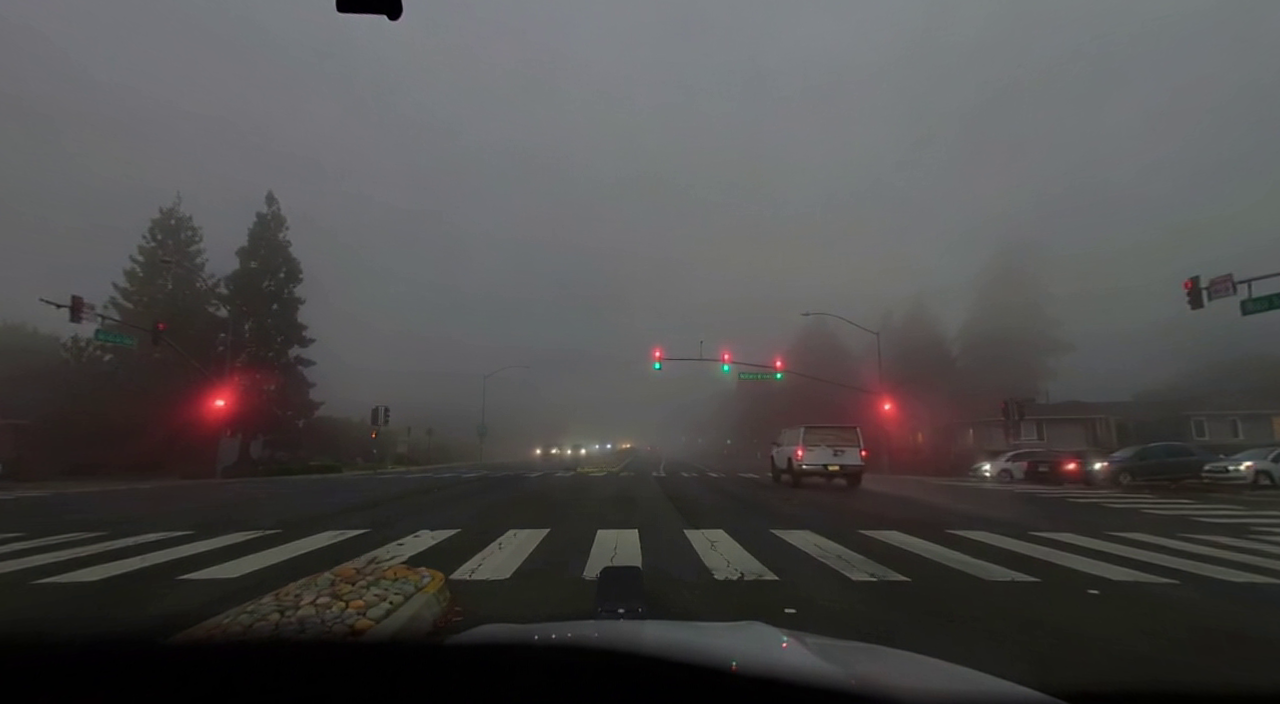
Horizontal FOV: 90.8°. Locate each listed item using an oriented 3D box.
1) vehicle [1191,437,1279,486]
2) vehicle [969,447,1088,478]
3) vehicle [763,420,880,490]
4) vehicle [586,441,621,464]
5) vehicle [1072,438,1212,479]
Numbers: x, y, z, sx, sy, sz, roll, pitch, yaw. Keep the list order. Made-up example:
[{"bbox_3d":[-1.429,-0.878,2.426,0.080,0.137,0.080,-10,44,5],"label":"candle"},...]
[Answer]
[{"bbox_3d":[23.634,4.042,23.462,4.417,1.725,1.969,0,-9,-1],"label":"vehicle"},{"bbox_3d":[19.730,5.609,32.237,4.874,1.544,1.779,0,-9,1],"label":"vehicle"},{"bbox_3d":[5.929,3.476,21.618,2.273,2.042,5.717,0,-9,0],"label":"vehicle"},{"bbox_3d":[-2.391,6.715,42.282,2.045,1.484,3.991,0,-9,0],"label":"vehicle"},{"bbox_3d":[23.503,4.991,29.741,4.807,1.835,2.033,0,-9,-1],"label":"vehicle"}]
